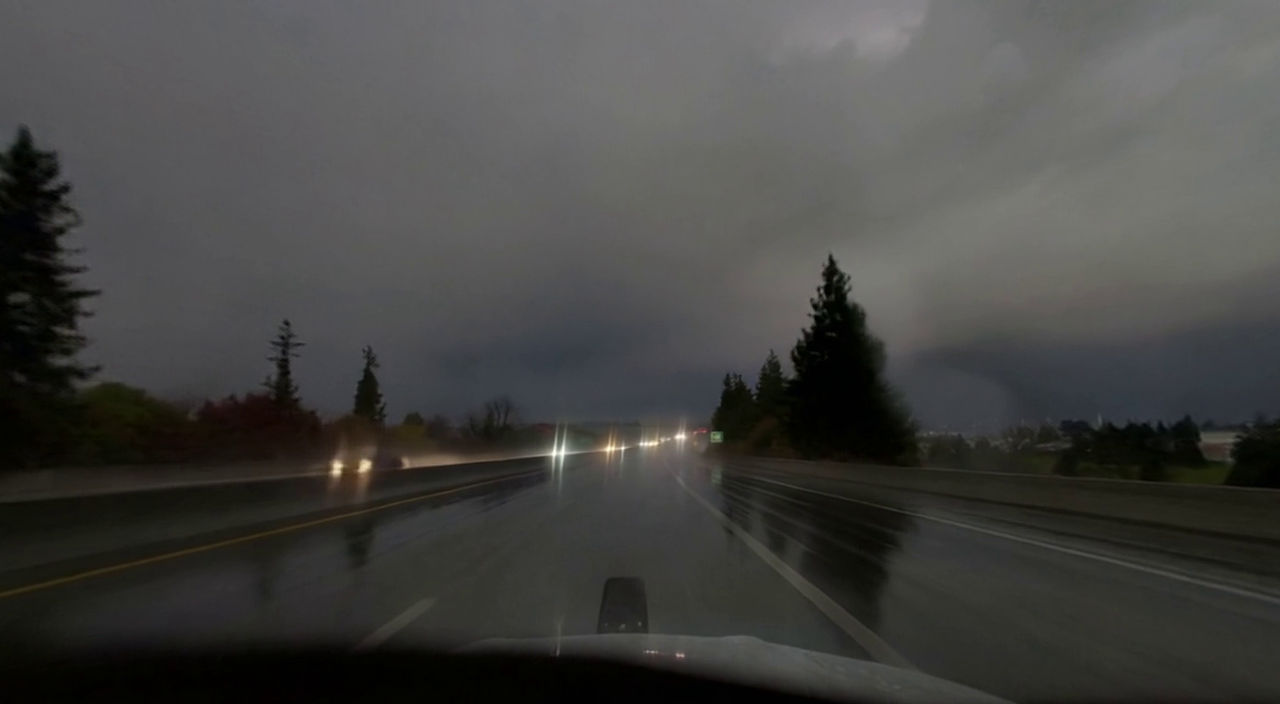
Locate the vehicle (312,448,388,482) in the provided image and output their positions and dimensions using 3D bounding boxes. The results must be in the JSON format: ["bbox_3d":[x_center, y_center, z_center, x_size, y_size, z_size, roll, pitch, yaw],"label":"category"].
[{"bbox_3d":[-15.283,5.943,33.489,1.895,1.656,4.361,0,-9,1],"label":"vehicle"}]
